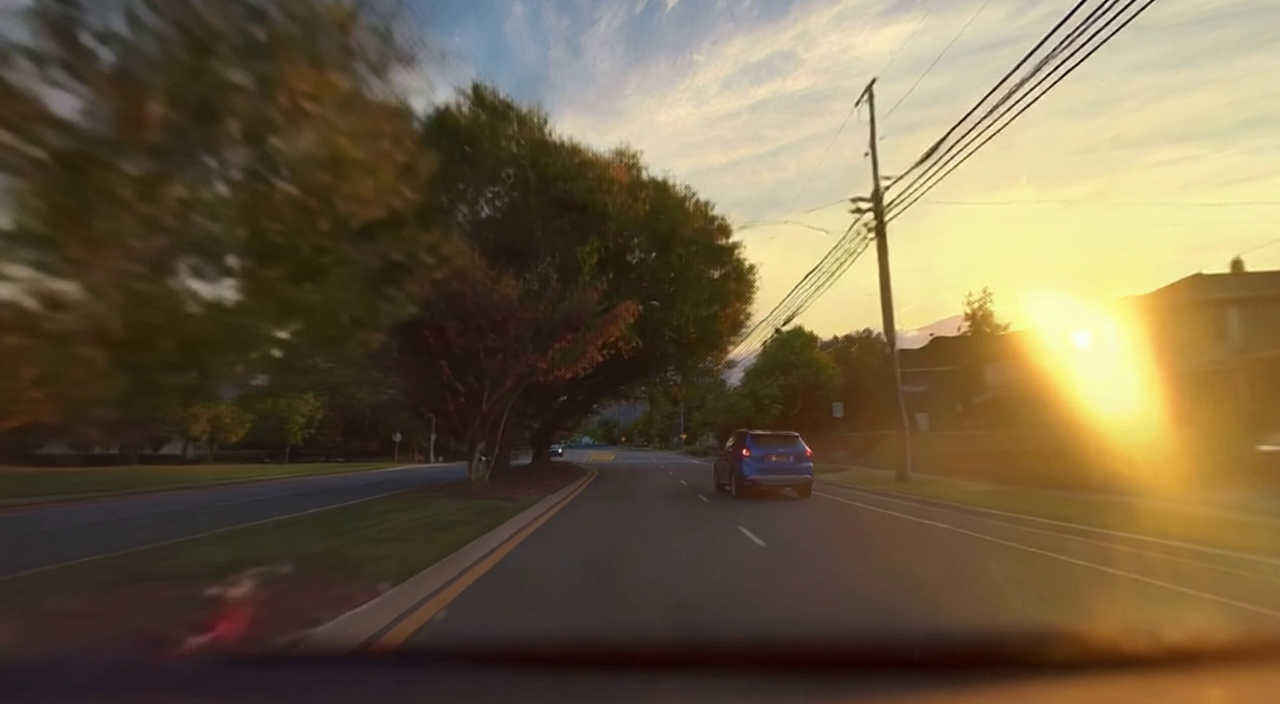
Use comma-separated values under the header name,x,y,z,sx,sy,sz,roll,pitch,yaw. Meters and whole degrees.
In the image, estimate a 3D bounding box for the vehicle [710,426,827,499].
name,x,y,z,sx,sy,sz,roll,pitch,yaw
vehicle,3.440,3.100,18.078,2.193,1.777,4.772,0,-9,-2
